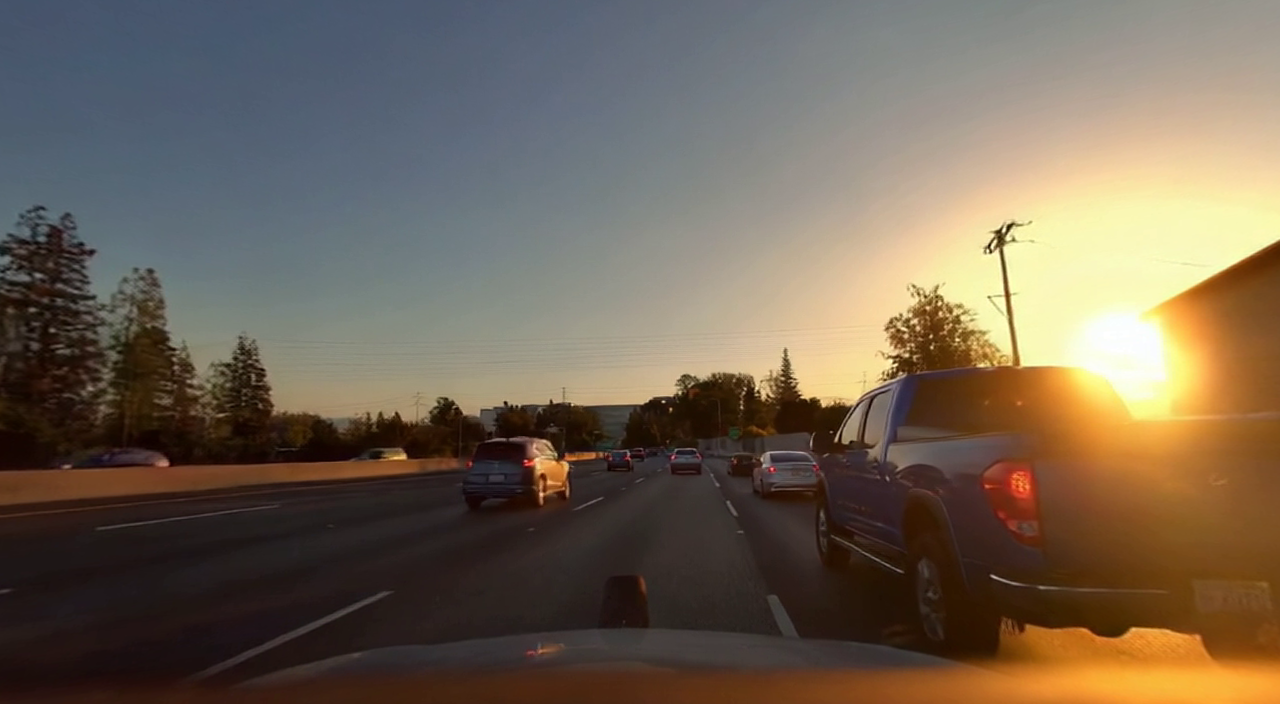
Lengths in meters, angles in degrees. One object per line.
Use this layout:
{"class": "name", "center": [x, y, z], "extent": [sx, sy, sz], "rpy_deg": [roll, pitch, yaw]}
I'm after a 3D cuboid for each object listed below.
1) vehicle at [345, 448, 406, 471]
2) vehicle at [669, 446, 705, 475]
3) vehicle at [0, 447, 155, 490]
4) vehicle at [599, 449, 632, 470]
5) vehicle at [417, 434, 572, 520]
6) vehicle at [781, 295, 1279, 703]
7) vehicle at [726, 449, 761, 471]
{"class": "vehicle", "center": [-20.521, 8.343, 49.281], "extent": [2.102, 1.652, 5.303], "rpy_deg": [-1, -8, 5]}
{"class": "vehicle", "center": [2.941, 6.678, 39.153], "extent": [2.080, 1.682, 4.150], "rpy_deg": [-1, -8, 5]}
{"class": "vehicle", "center": [-26.510, 5.412, 29.821], "extent": [2.209, 1.785, 5.754], "rpy_deg": [-1, -8, 6]}
{"class": "vehicle", "center": [-1.836, 8.261, 48.755], "extent": [2.119, 1.478, 4.644], "rpy_deg": [-1, -8, 3]}
{"class": "vehicle", "center": [-3.214, 2.869, 15.133], "extent": [2.209, 1.714, 4.576], "rpy_deg": [-1, -8, 6]}
{"class": "vehicle", "center": [3.340, 1.256, 6.151], "extent": [3.024, 2.092, 6.797], "rpy_deg": [-1, -8, 6]}
{"class": "vehicle", "center": [7.442, 7.796, 45.557], "extent": [2.072, 1.456, 4.537], "rpy_deg": [-1, -8, 4]}
